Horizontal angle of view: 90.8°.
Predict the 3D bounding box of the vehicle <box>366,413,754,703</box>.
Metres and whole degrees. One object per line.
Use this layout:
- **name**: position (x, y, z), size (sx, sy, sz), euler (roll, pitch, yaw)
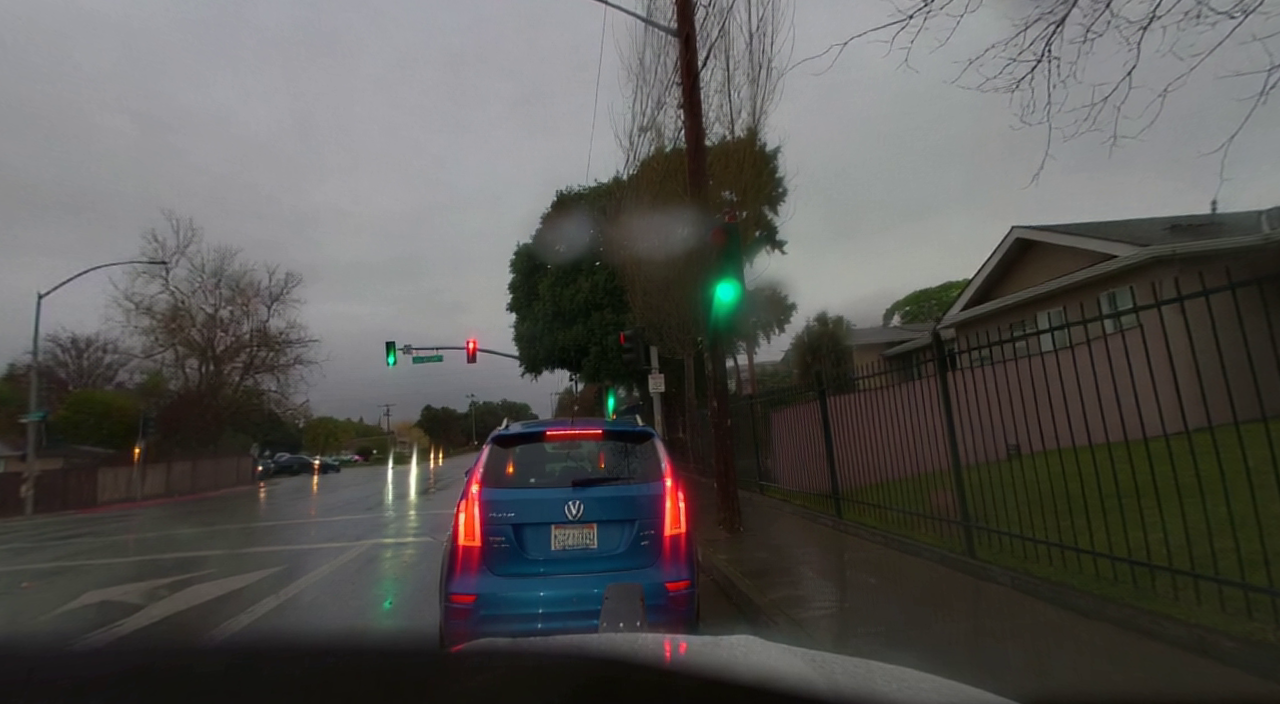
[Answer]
- **vehicle**: position (-0.663, 1.361, 5.228), size (2.024, 1.502, 3.702), euler (1, -9, -9)
